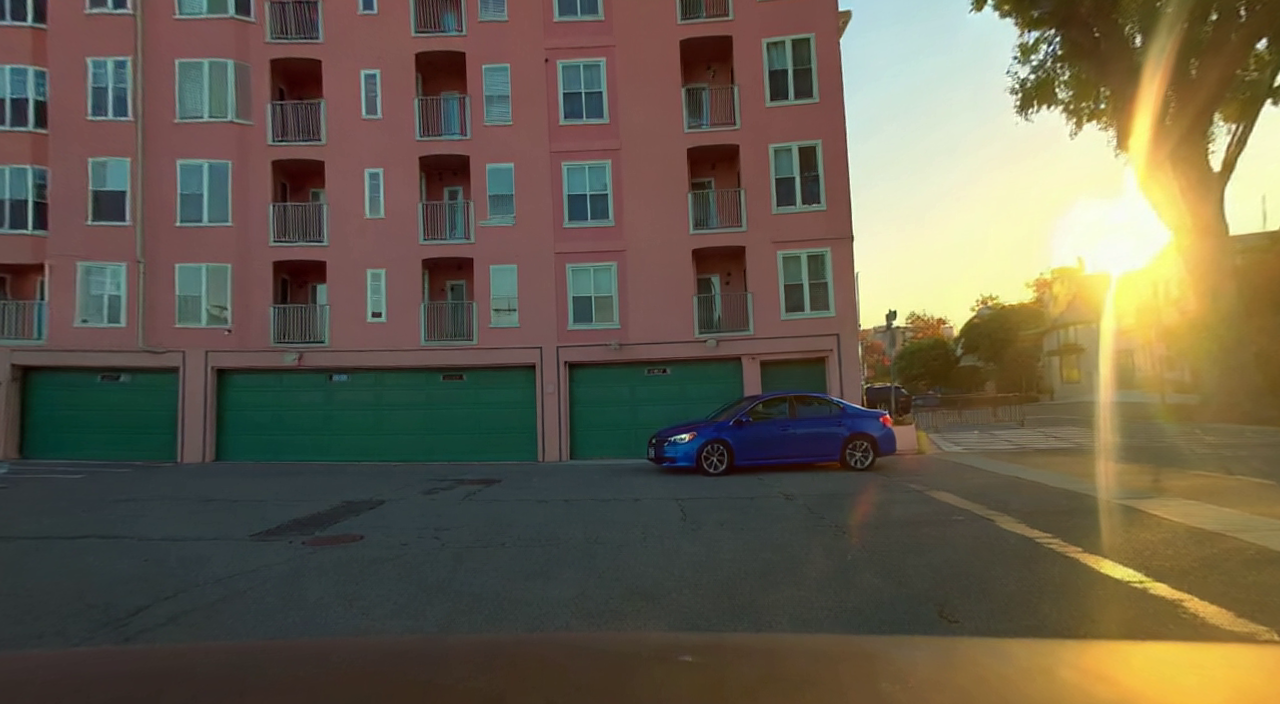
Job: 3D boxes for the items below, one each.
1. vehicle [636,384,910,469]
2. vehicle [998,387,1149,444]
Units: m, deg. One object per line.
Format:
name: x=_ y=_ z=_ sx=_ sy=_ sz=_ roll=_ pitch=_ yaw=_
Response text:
vehicle: x=2.282 y=1.414 z=11.835 sx=4.697 sy=1.444 sz=1.825 roll=0 pitch=-8 yaw=-1
vehicle: x=15.582 y=2.312 z=22.831 sx=3.905 sy=1.475 sz=2.057 roll=-7 pitch=-7 yaw=-4
